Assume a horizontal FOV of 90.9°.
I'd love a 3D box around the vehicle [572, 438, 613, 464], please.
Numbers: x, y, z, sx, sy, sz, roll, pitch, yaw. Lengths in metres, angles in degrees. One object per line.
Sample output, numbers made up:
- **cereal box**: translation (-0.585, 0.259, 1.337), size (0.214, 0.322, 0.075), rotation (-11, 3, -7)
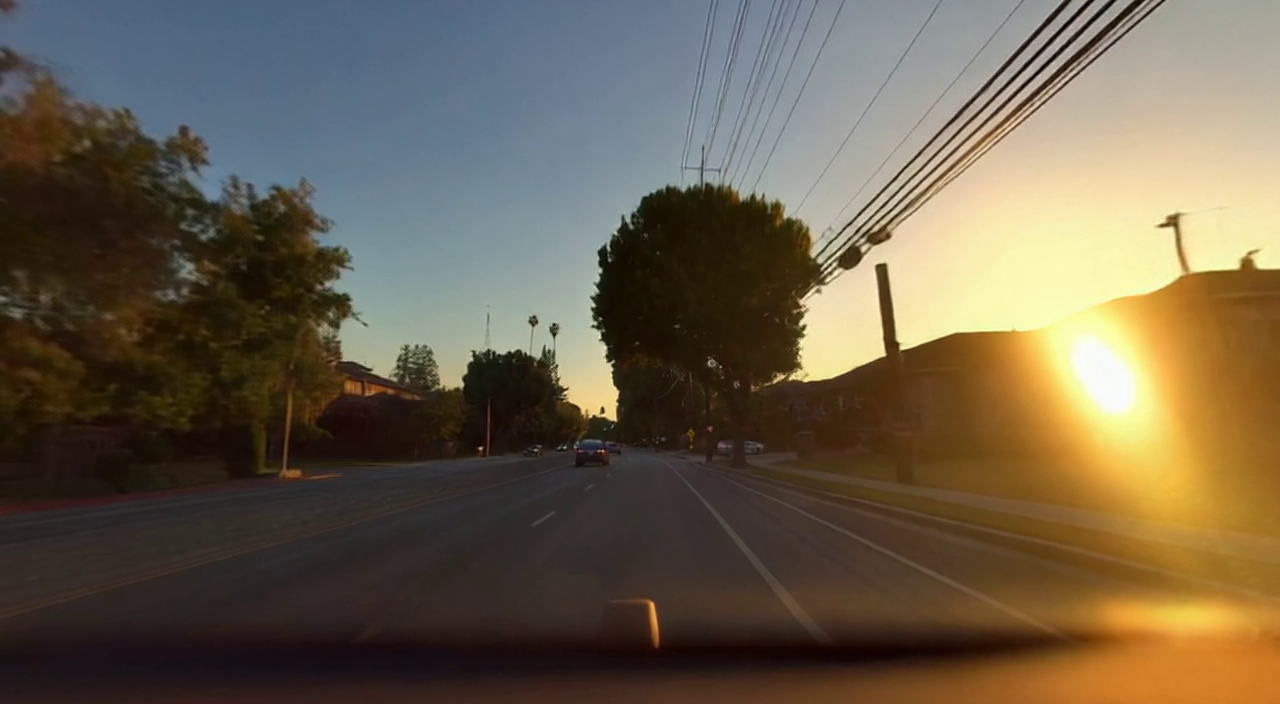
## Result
- **vehicle**: translation (-2.906, 6.145, 39.266), size (2.084, 1.466, 4.522), rotation (0, -9, 2)
